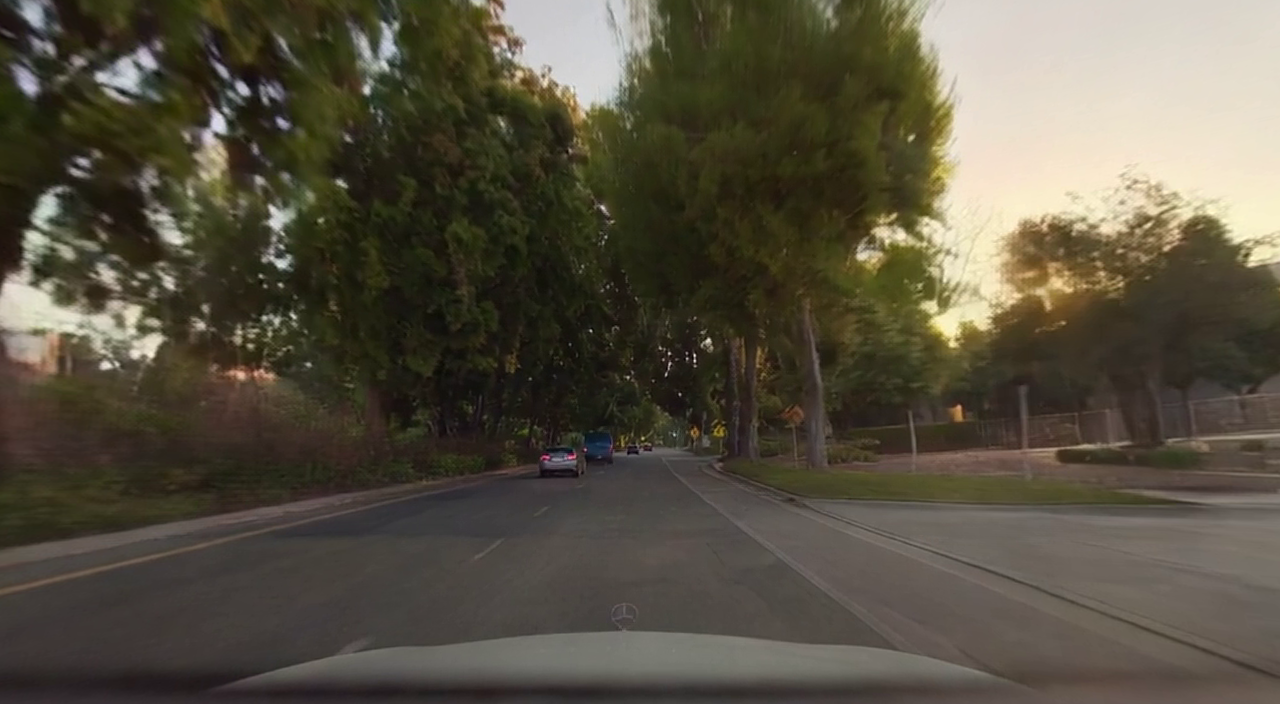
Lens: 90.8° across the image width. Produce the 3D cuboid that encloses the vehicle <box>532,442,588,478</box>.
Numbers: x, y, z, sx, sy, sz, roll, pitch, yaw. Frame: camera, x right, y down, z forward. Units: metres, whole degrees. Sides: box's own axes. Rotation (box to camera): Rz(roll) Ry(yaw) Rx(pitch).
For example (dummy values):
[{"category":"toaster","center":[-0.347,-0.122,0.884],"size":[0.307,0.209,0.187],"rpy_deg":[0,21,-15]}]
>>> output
[{"category":"vehicle","center":[-3.526,4.825,28.512],"size":[2.009,1.473,4.028],"rpy_deg":[0,-8,-1]}]

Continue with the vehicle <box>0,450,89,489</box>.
[{"category":"vehicle","center":[-32.681,6.320,33.676],"size":[2.140,1.763,5.276],"rpy_deg":[2,-14,-6]}]

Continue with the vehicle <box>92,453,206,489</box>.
[{"category":"vehicle","center":[-22.862,5.517,29.664],"size":[1.817,1.499,4.440],"rpy_deg":[0,-8,-1]}]
